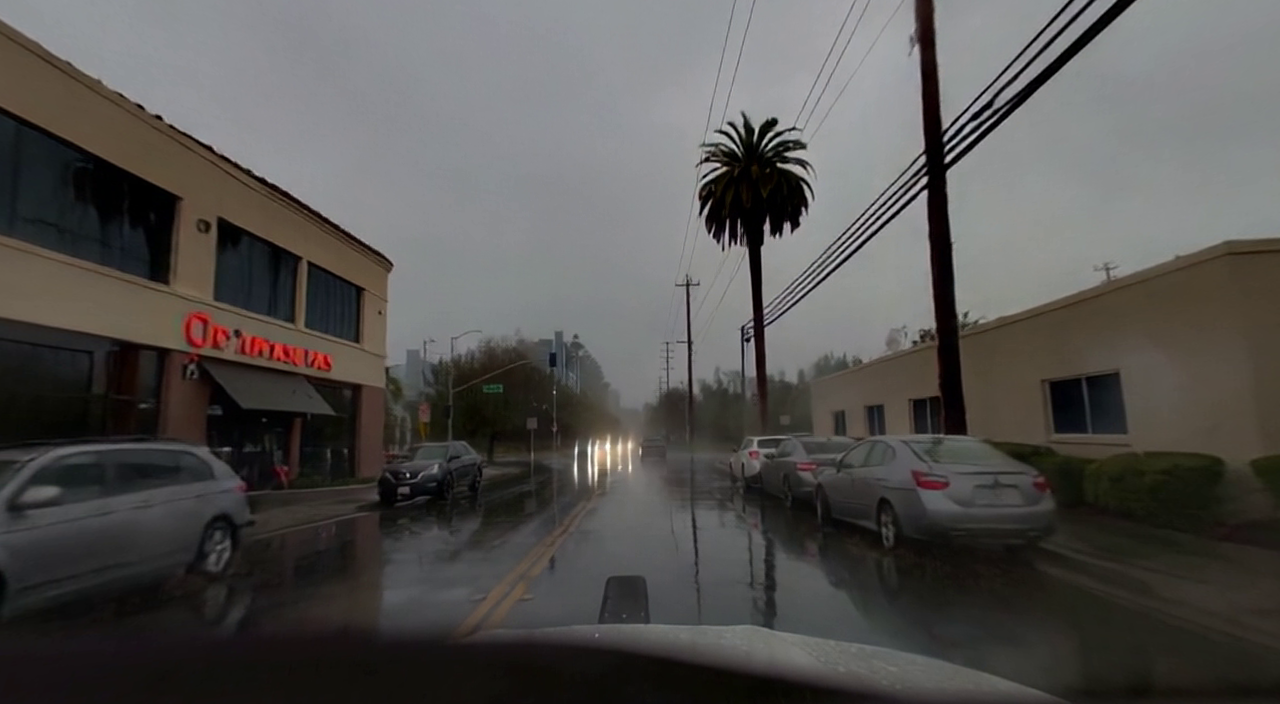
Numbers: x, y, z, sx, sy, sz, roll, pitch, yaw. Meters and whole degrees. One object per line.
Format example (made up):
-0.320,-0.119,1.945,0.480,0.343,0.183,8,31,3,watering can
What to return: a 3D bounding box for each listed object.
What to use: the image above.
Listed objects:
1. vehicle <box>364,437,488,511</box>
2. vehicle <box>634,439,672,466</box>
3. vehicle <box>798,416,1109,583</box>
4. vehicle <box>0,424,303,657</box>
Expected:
-6.074,3.495,18.632,2.126,1.864,4.831,0,-8,-2,vehicle
0.733,6.021,37.901,2.125,1.524,4.404,0,-8,0,vehicle
3.690,1.807,8.687,1.948,1.607,4.873,-1,-8,3,vehicle
-6.209,1.803,6.913,2.007,1.876,5.361,0,-8,1,vehicle
